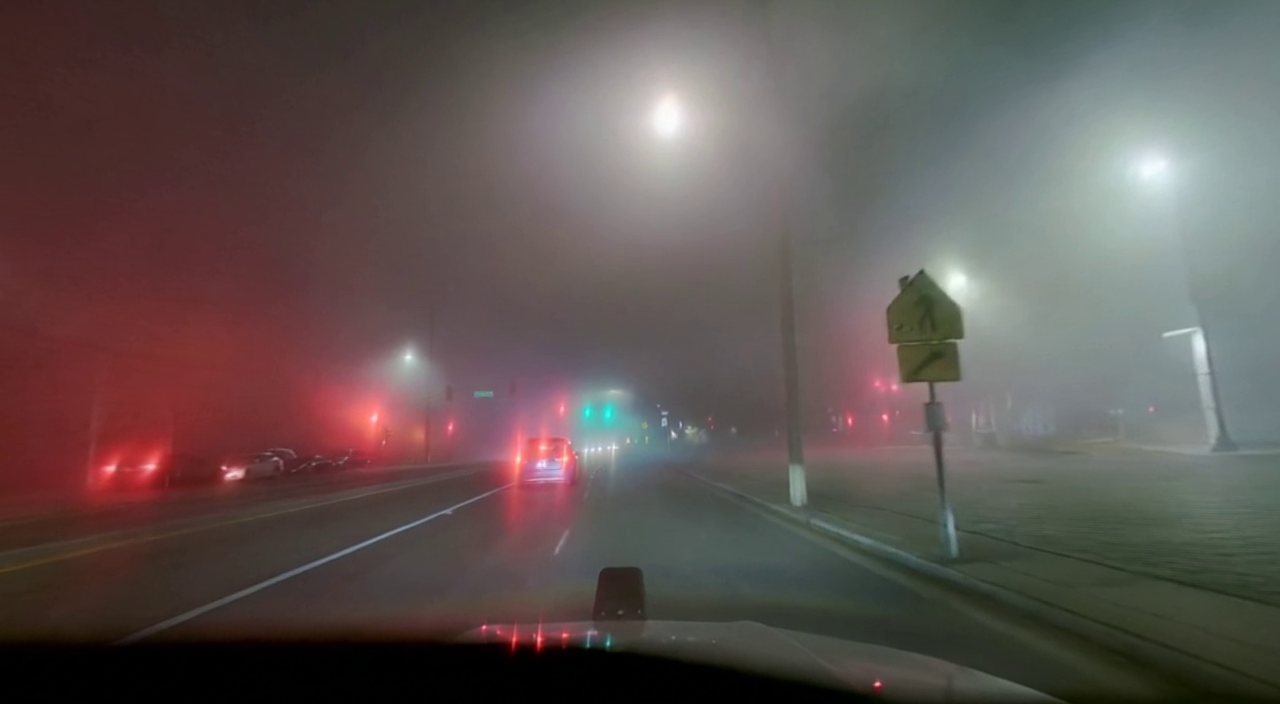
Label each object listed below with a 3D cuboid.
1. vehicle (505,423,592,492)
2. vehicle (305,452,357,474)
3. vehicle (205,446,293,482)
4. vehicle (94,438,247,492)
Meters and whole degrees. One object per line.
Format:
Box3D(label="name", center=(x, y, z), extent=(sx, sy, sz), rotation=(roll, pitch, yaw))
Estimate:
Box3D(label="vehicle", center=(-2.522, 3.033, 18.399), extent=(2.022, 1.757, 4.041), rotation=(0, -8, -2))
Box3D(label="vehicle", center=(-22.209, 7.961, 45.620), extent=(1.790, 1.415, 4.450), rotation=(0, -8, -4))
Box3D(label="vehicle", center=(-21.500, 6.138, 35.031), extent=(2.015, 1.815, 4.856), rotation=(0, -8, -4))
Box3D(label="vehicle", center=(-21.352, 5.129, 29.281), extent=(2.369, 2.159, 6.388), rotation=(0, -8, -2))
